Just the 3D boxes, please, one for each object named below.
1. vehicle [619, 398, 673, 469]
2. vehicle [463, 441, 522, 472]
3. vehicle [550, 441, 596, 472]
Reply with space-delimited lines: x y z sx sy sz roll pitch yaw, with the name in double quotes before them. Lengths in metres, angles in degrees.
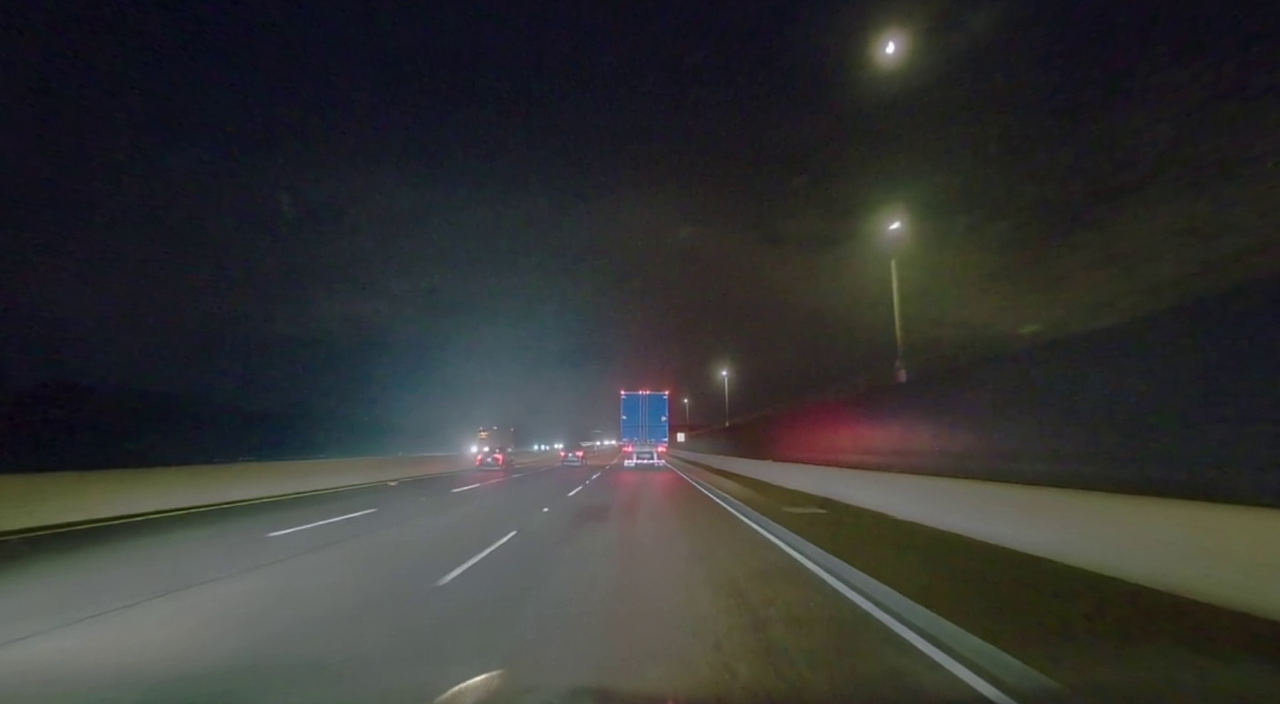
"vehicle" 0.355 5.543 41.667 3.123 4.094 10.812 0 -9 0
"vehicle" -7.712 5.525 33.185 1.968 1.507 4.673 0 -9 1
"vehicle" -3.568 5.658 34.154 2.006 1.572 4.082 0 -9 0
